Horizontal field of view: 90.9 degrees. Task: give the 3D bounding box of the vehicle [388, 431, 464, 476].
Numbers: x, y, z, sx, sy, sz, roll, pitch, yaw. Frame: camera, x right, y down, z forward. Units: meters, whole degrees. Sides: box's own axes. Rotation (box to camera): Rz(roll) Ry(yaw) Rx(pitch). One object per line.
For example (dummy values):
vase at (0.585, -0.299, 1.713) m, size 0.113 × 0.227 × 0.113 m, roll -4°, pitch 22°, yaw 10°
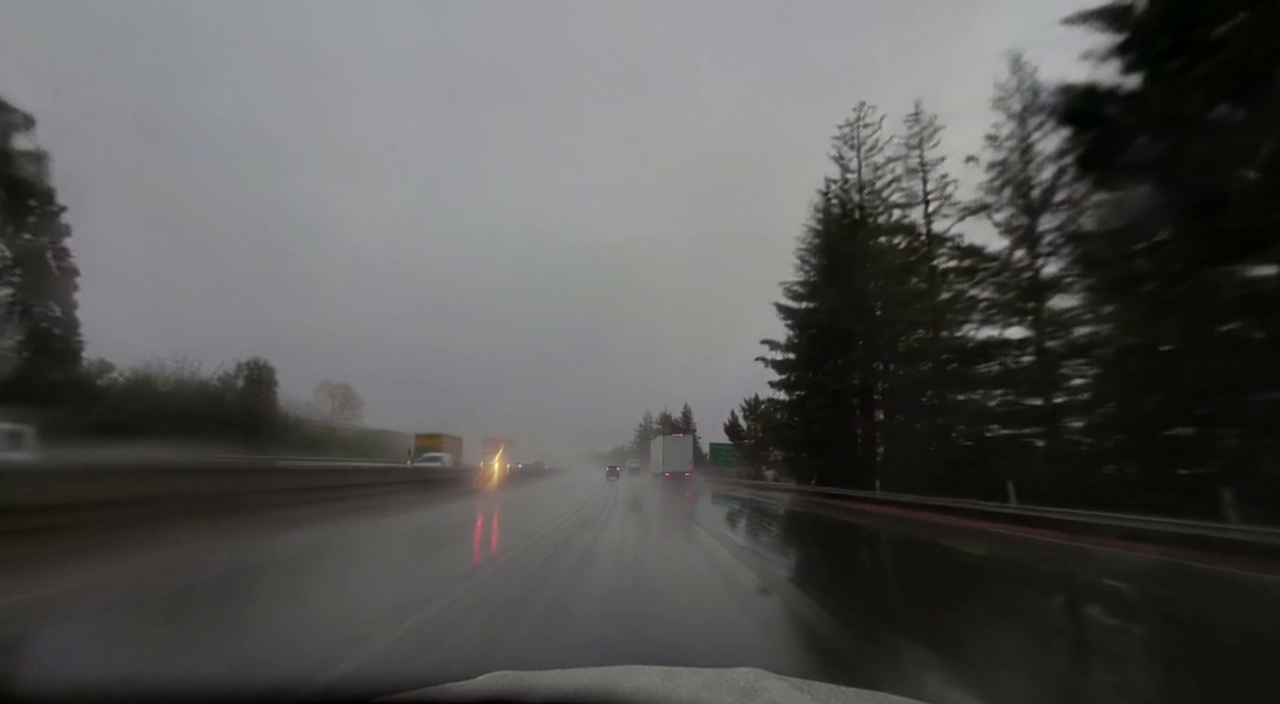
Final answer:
vehicle at (-12.345, 6.044, 36.919) m, size 2.336 × 2.353 × 6.170 m, roll 1°, pitch -11°, yaw -1°
